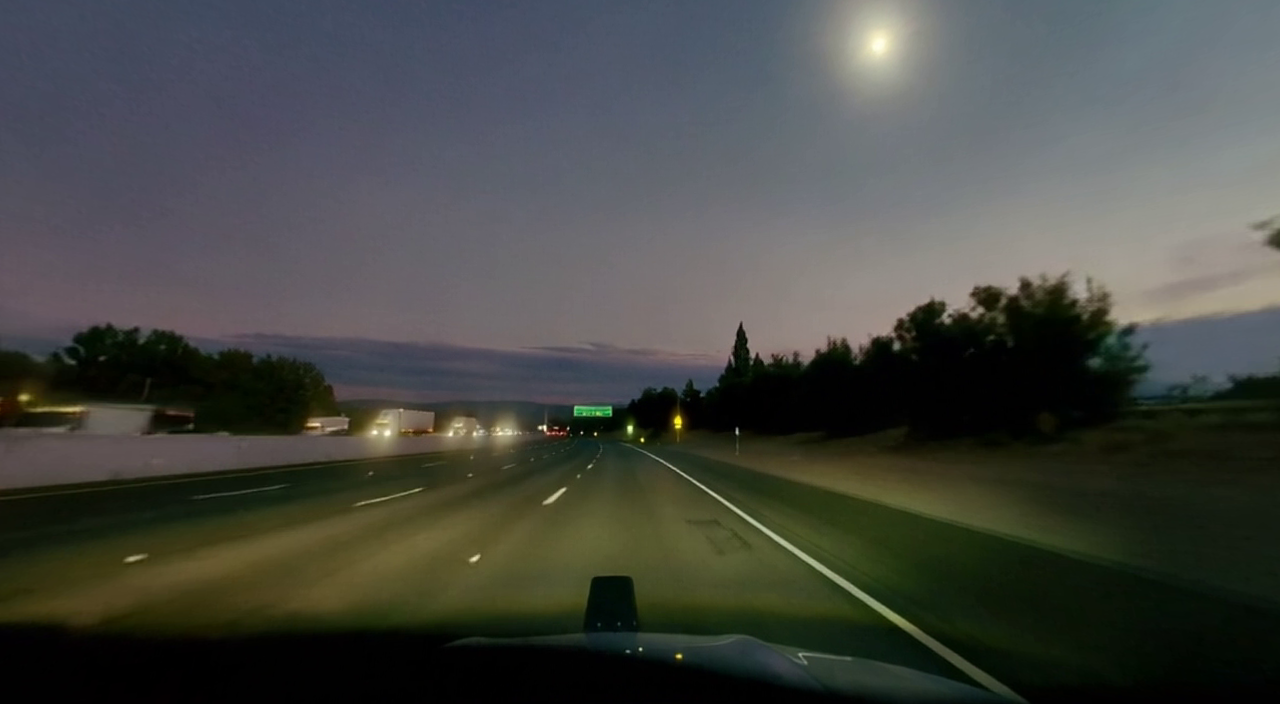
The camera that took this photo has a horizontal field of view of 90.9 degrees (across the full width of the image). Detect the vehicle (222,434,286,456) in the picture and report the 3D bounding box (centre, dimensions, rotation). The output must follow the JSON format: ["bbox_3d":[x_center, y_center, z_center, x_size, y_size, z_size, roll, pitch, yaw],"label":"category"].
[{"bbox_3d":[-26.644,6.408,43.731,1.799,1.417,4.395,0,-8,-3],"label":"vehicle"}]

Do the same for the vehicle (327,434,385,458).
[{"bbox_3d":[-19.628,6.509,43.805,1.995,1.584,4.624,0,-8,-1],"label":"vehicle"}]

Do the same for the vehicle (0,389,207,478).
[{"bbox_3d":[-18.155,2.760,21.263,2.415,2.528,6.726,0,-8,-1],"label":"vehicle"}]
